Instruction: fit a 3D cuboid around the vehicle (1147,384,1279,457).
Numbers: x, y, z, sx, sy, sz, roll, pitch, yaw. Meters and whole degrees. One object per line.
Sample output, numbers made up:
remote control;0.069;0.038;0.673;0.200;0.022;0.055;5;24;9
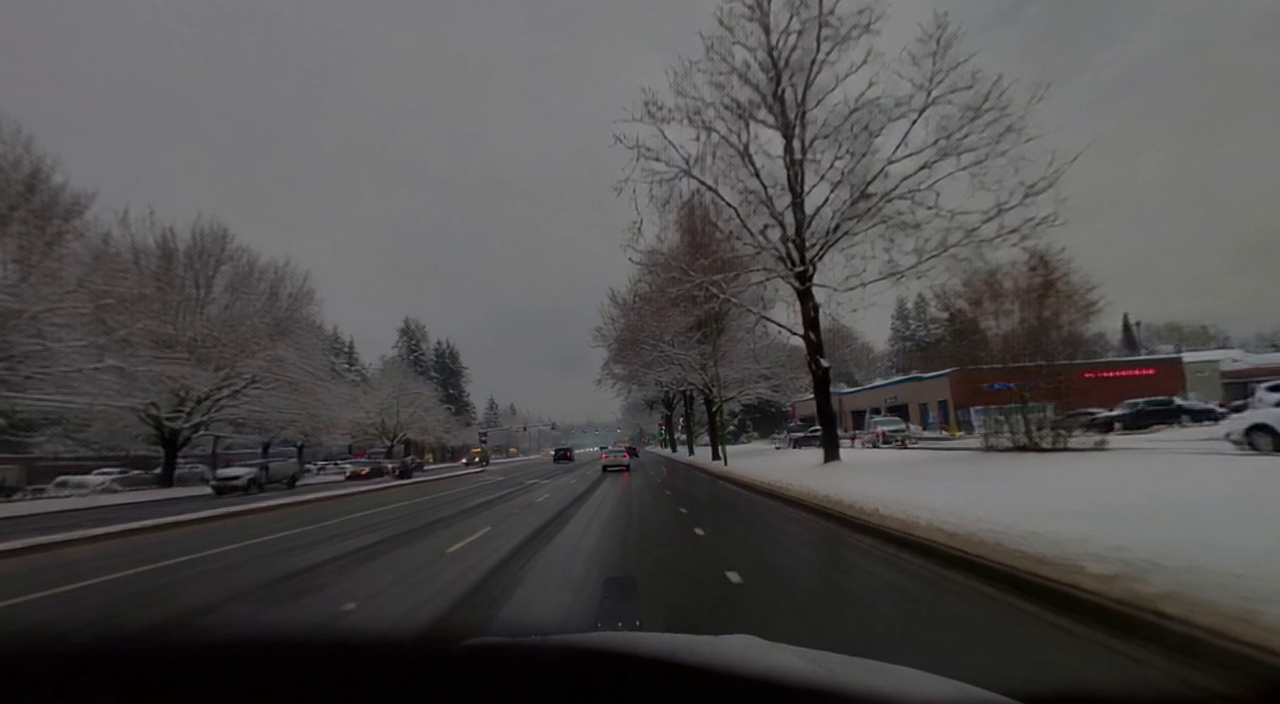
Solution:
vehicle;14.483;1.511;13.704;5.047;1.461;2.133;0;-8;1

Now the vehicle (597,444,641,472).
vehicle;-1.112;6.000;36.008;2.235;1.500;4.420;0;-8;2

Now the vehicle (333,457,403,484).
vehicle;-16.509;7.184;38.632;2.058;1.459;4.704;0;-8;1

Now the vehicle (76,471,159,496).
vehicle;-39.338;9.874;47.644;4.429;1.486;1.942;2;-4;-3

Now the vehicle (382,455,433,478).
vehicle;-17.007;8.365;46.491;1.985;1.471;4.797;0;-8;0

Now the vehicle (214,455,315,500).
vehicle;-17.003;5.666;28.881;2.016;1.598;4.545;-4;-8;-2

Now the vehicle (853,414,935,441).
vehicle;15.123;4.556;37.780;3.956;1.504;2.170;2;-8;-9

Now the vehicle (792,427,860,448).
vehicle;13.265;6.163;45.340;4.144;1.407;2.201;0;-8;-2

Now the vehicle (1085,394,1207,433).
vehicle;22.120;2.779;27.873;1.870;1.470;4.436;-1;-8;3
